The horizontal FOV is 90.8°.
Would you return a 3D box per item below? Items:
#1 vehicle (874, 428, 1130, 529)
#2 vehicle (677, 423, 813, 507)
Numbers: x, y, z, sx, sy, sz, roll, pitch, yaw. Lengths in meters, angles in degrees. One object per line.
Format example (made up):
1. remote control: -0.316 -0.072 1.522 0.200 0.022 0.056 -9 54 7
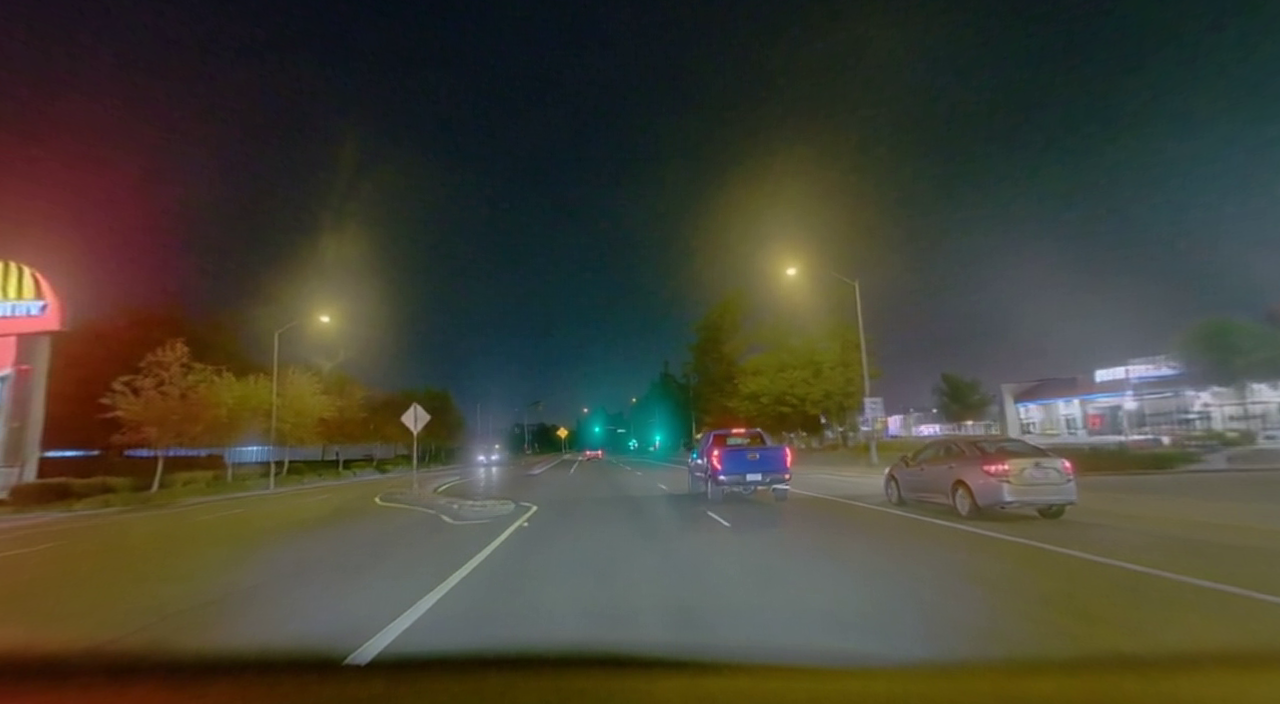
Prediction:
1. vehicle: 6.254 2.222 11.671 1.986 1.480 4.296 0 -9 -4
2. vehicle: 2.384 2.771 15.932 2.214 1.749 4.998 1 -9 -4
